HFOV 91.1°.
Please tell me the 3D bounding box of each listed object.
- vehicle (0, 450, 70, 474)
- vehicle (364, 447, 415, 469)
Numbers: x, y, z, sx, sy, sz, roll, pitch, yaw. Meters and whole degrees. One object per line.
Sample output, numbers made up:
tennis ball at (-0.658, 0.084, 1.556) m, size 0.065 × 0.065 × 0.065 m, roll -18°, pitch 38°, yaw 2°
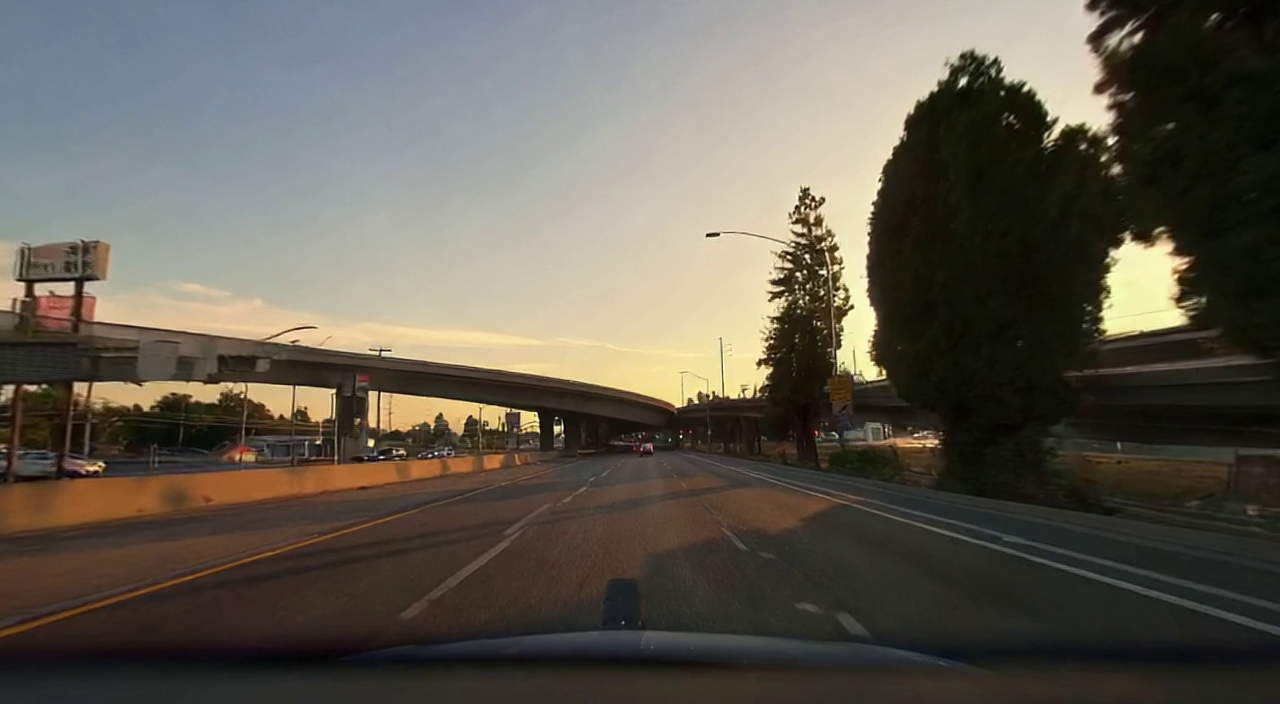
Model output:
vehicle at (-45.324, 8.091, 46.278) m, size 4.534 × 1.702 × 1.993 m, roll 0°, pitch -9°, yaw 1°
vehicle at (-19.532, 8.267, 49.094) m, size 2.002 × 1.642 × 4.619 m, roll 0°, pitch -8°, yaw 1°
